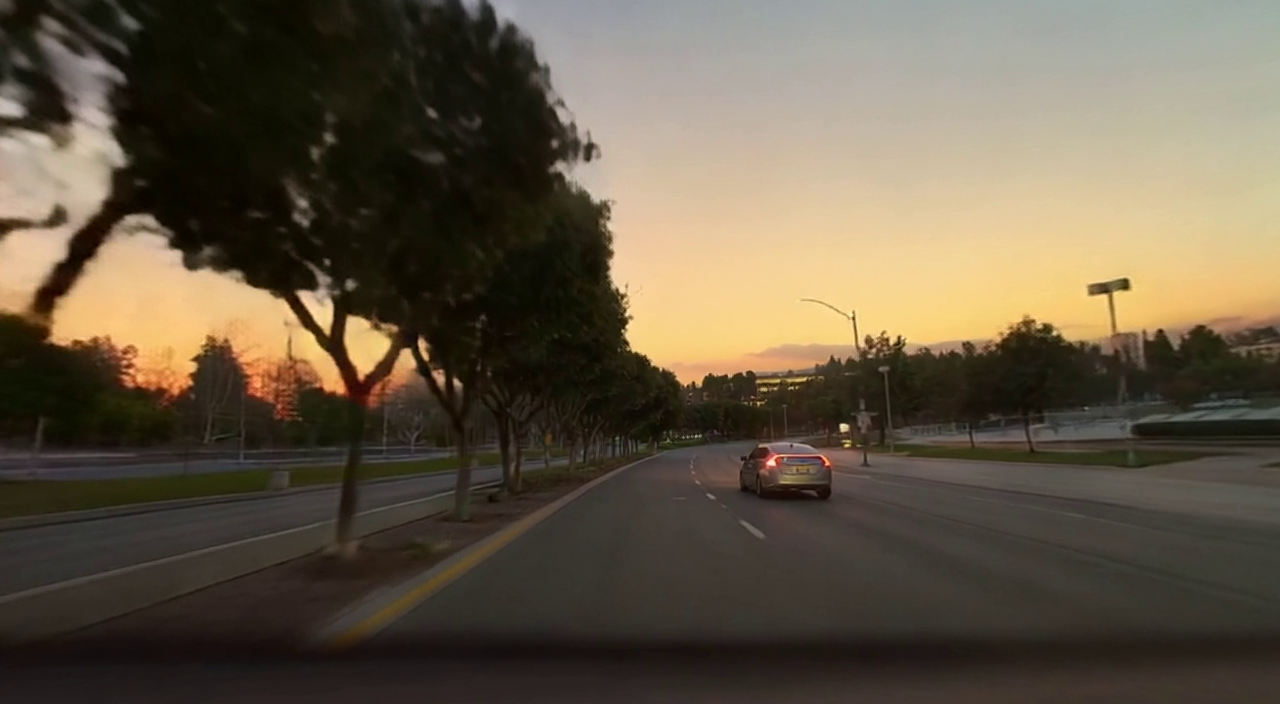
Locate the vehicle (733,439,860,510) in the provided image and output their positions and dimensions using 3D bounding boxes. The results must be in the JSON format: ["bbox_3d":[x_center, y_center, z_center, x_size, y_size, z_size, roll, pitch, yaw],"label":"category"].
[{"bbox_3d":[3.635,2.924,15.606,1.928,1.481,4.453,0,-9,-1],"label":"vehicle"}]
